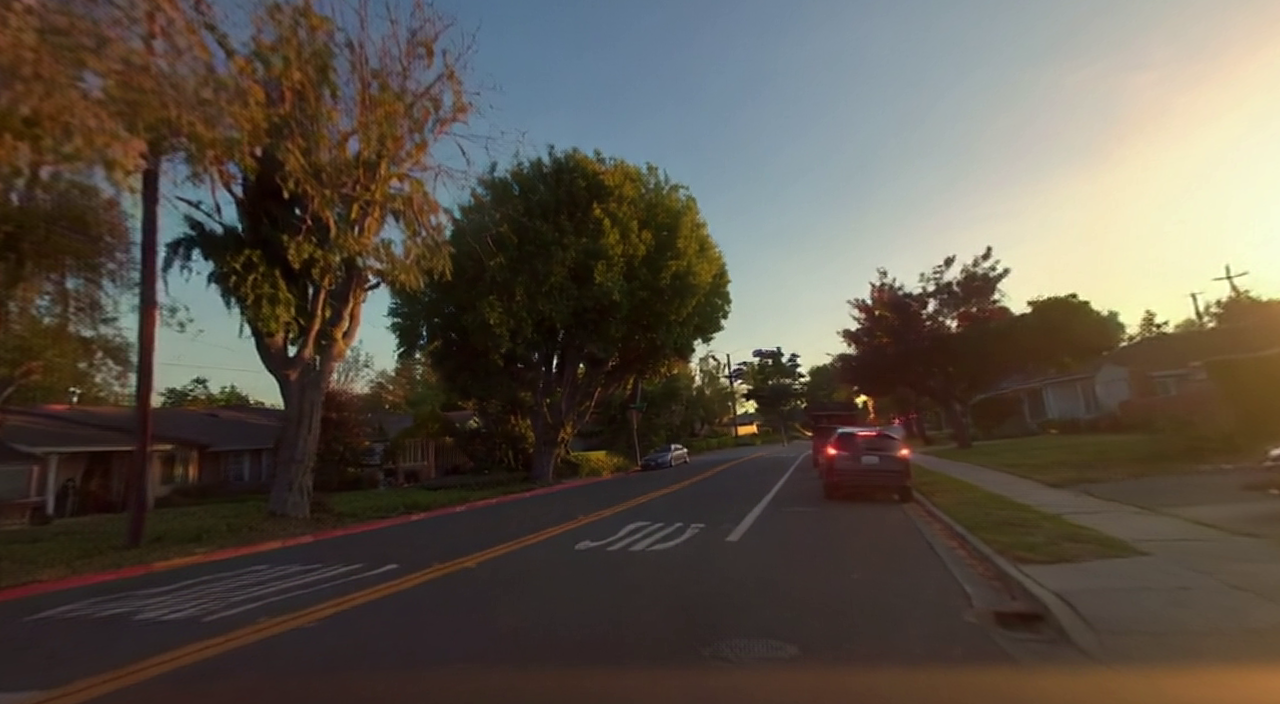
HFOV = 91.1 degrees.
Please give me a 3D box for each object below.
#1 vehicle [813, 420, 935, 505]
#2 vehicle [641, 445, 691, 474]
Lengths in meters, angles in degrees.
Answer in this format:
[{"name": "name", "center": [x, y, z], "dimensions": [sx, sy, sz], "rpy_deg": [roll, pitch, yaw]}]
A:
[{"name": "vehicle", "center": [5.278, 2.537, 14.776], "dimensions": [2.242, 1.661, 4.273], "rpy_deg": [-3, -9, 15]}, {"name": "vehicle", "center": [1.674, 6.542, 38.562], "dimensions": [2.033, 1.456, 4.370], "rpy_deg": [-9, -10, 14]}]
